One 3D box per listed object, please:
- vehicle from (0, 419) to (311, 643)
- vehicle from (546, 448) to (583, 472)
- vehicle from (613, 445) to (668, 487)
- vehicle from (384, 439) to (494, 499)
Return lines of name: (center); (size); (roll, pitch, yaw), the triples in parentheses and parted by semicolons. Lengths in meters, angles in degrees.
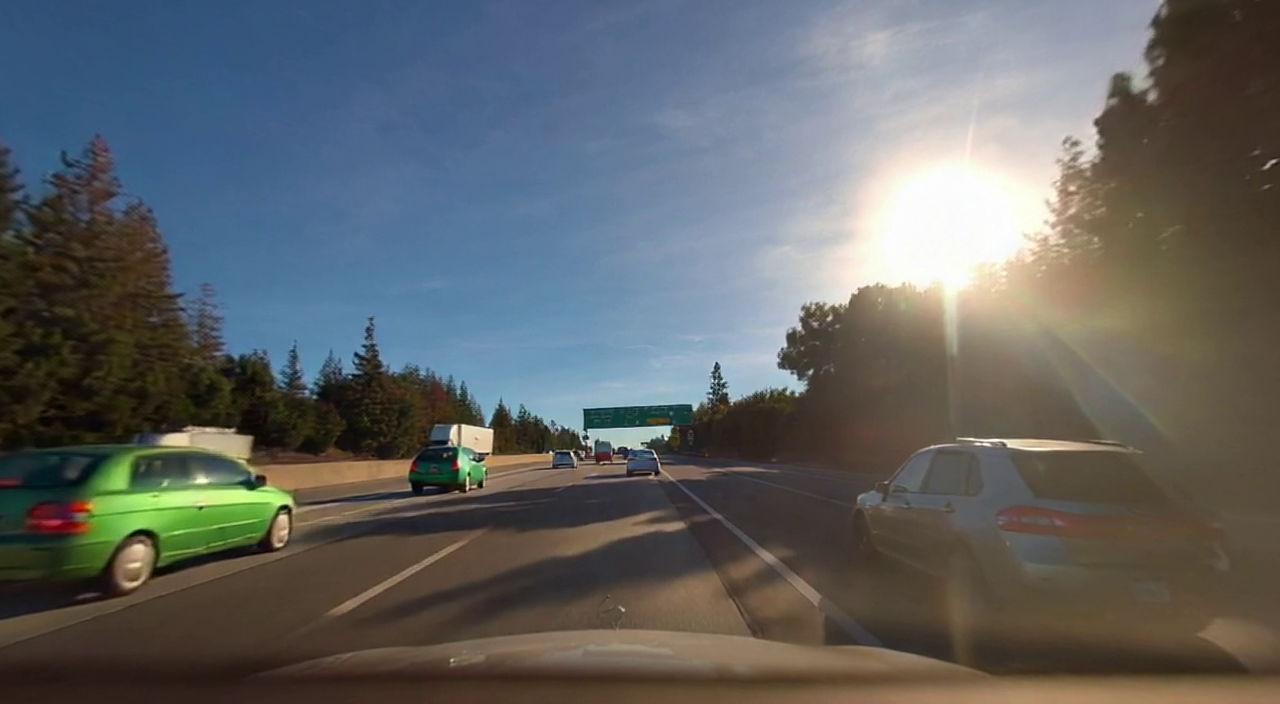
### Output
vehicle: (-5.431, 1.535, 6.303); (2.043, 1.534, 4.032); (0, -9, 0)
vehicle: (-4.906, 7.045, 41.365); (1.892, 1.481, 4.180); (0, -9, 1)
vehicle: (-0.001, 4.346, 24.231); (1.940, 1.451, 3.512); (0, -9, -1)
vehicle: (-6.003, 3.535, 19.362); (2.058, 1.626, 4.118); (0, -9, 0)
